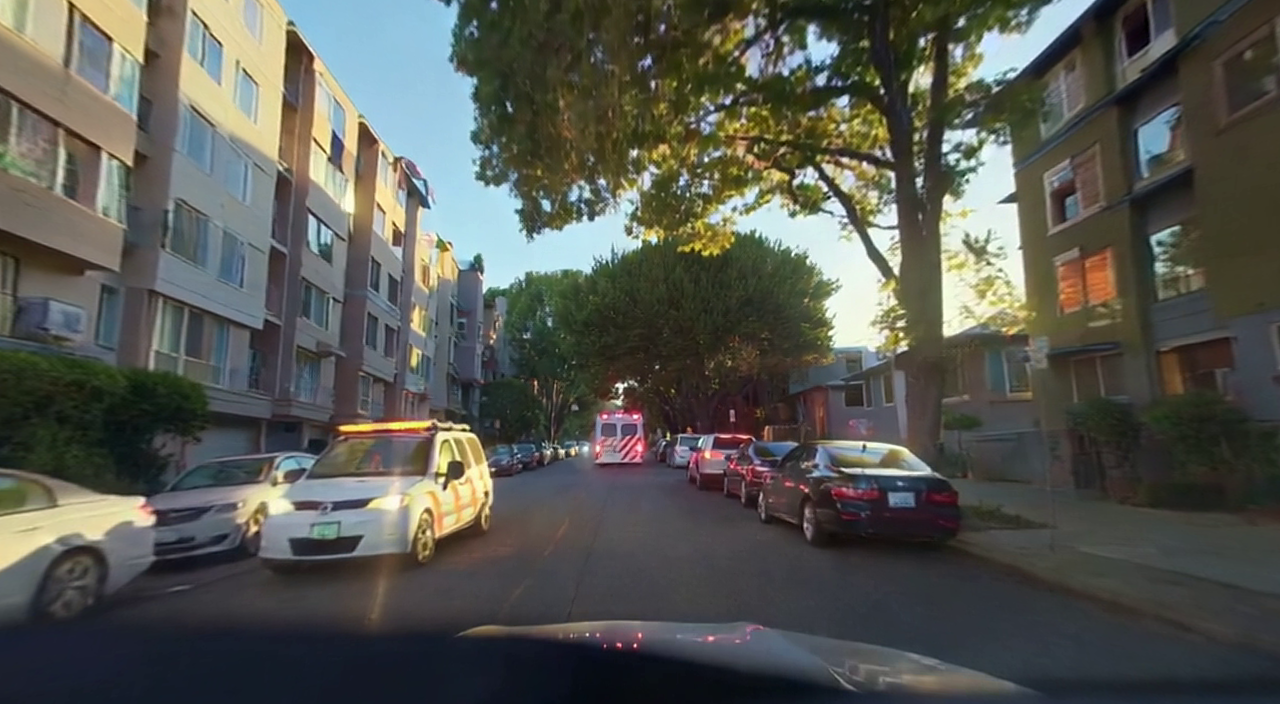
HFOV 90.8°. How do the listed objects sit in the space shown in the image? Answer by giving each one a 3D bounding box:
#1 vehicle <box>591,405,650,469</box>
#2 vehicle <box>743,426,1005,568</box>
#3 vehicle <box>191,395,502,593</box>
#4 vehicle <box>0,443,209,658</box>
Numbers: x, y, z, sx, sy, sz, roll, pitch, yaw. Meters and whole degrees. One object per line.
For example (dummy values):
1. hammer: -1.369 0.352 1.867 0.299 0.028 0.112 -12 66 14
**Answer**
1. vehicle: -1.082 4.575 33.688 2.754 3.008 7.730 0 -8 -2
2. vehicle: 3.037 1.978 9.425 2.035 1.549 4.373 2 -8 -3
3. vehicle: -3.215 1.630 8.111 2.029 1.802 4.229 -1 -8 -1
4. vehicle: -5.445 1.336 4.103 2.047 1.471 4.647 0 -8 -1
